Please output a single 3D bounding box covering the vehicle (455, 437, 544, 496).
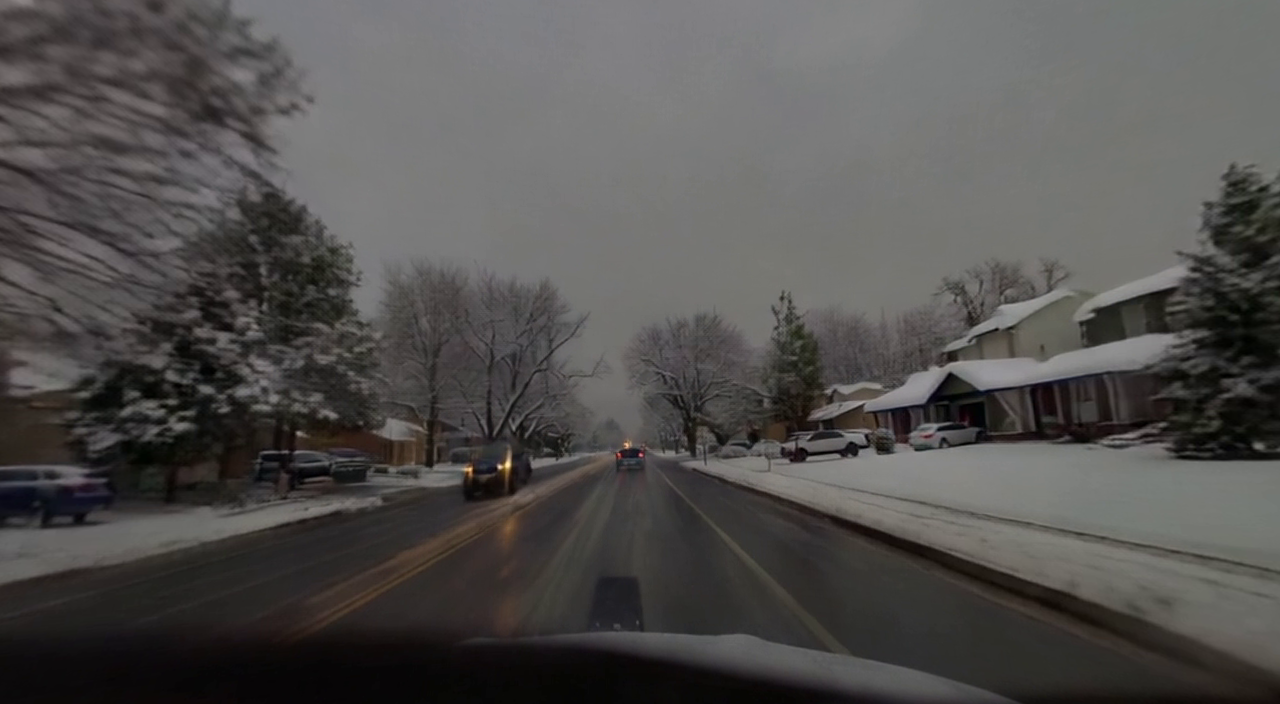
[{"bbox_3d":[-5.123,4.214,23.719,2.256,1.838,4.613,-3,-9,0],"label":"vehicle"}]

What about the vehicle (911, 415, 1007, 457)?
[{"bbox_3d":[15.299,3.996,30.266,4.462,1.699,2.145,2,-8,-36],"label":"vehicle"}]

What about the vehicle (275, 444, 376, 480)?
[{"bbox_3d":[-17.383,6.091,35.121,4.463,1.917,1.970,1,-9,-5],"label":"vehicle"}]

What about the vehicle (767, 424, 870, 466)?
[{"bbox_3d":[9.217,4.853,32.892,4.634,1.723,1.966,-4,-8,-3],"label":"vehicle"}]

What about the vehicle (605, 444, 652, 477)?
[{"bbox_3d":[-0.553,5.210,30.657,2.098,1.483,4.099,0,-9,-1],"label":"vehicle"}]

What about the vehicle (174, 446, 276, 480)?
[{"bbox_3d":[-22.861,6.121,34.911,4.181,1.784,1.907,0,-10,-1],"label":"vehicle"}]

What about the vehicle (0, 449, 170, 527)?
[{"bbox_3d":[-14.857,3.311,15.744,4.608,1.743,2.222,-1,-9,6],"label":"vehicle"}]
